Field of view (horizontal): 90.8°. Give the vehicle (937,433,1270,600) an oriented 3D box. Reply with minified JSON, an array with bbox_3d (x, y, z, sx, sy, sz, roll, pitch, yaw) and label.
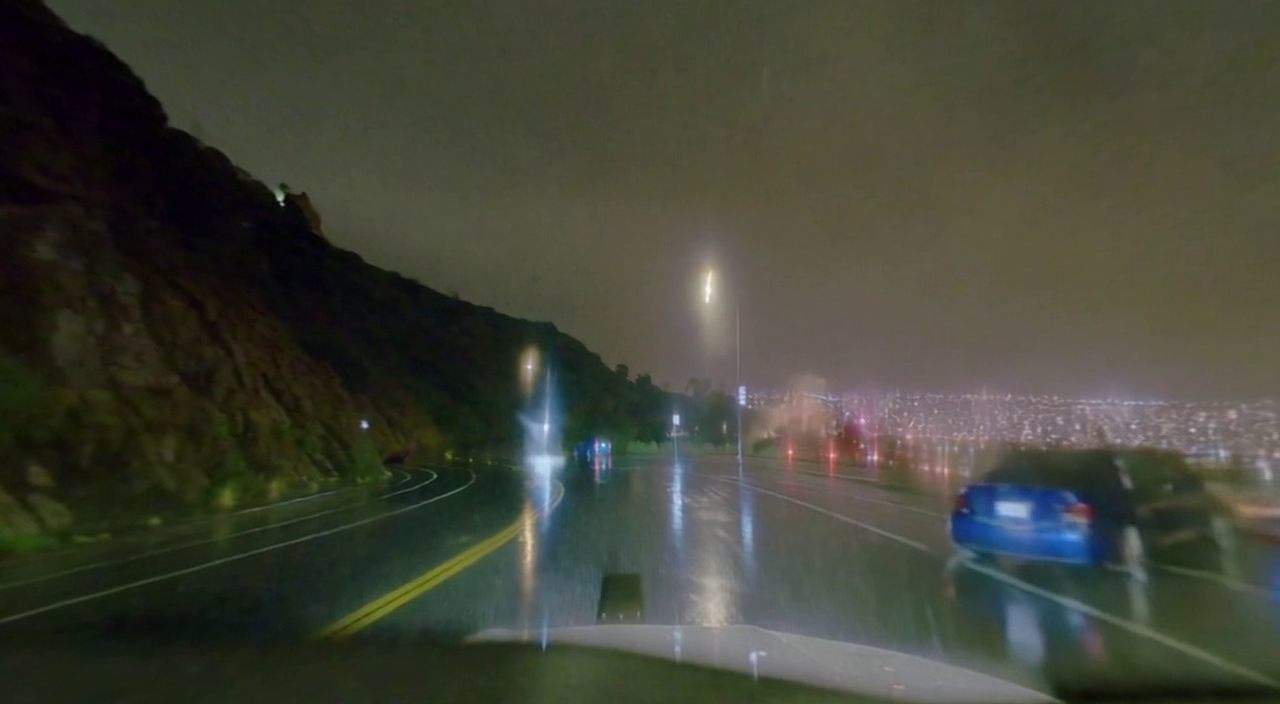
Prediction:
[{"bbox_3d":[5.817,1.764,7.753,4.467,1.439,2.028,6,-11,-38],"label":"vehicle"}]
